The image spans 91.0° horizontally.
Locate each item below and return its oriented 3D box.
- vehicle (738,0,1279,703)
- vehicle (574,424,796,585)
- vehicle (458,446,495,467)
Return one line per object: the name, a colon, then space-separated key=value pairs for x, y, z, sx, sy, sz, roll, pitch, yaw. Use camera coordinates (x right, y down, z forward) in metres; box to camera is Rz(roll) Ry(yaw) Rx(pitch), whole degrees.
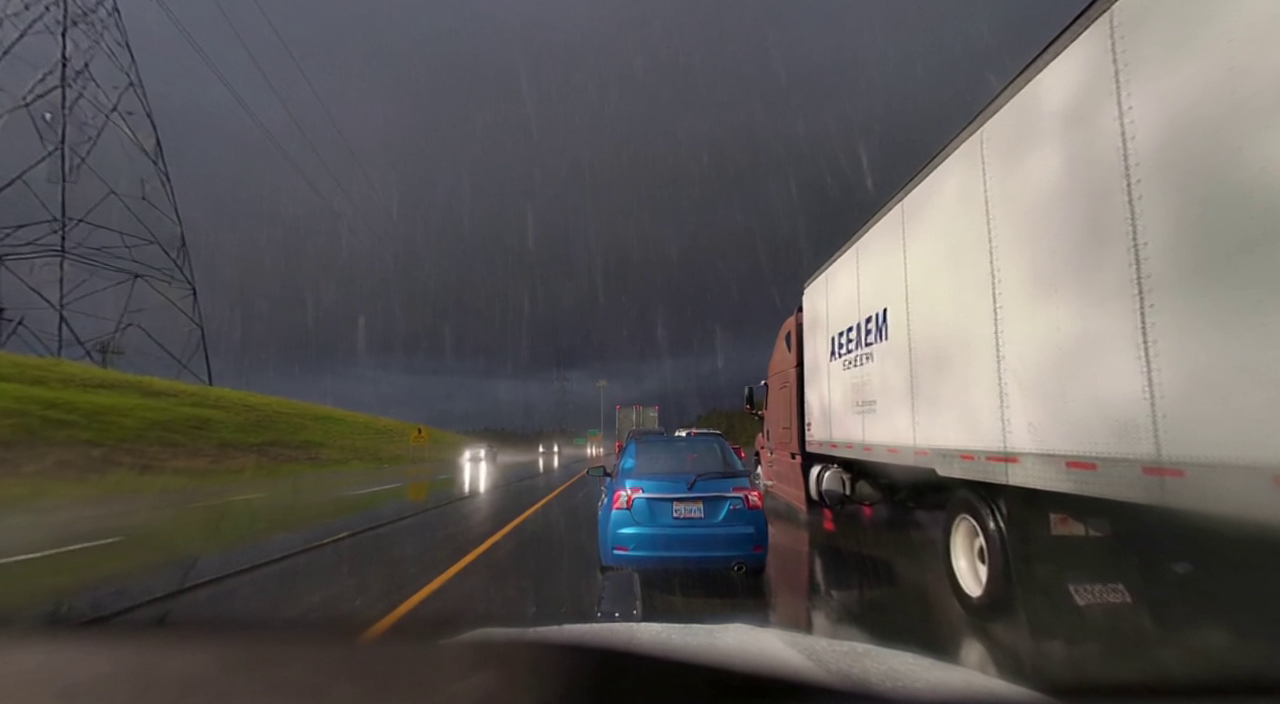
vehicle: x=4.186 y=0.414 z=8.096 sx=3.138 sy=4.065 sz=14.276 roll=0 pitch=-8 yaw=-2
vehicle: x=0.341 y=1.660 z=7.674 sx=2.045 sy=1.446 sz=3.597 roll=0 pitch=-8 yaw=-2
vehicle: x=-12.474 y=7.978 z=48.285 sx=1.795 sy=1.441 sz=3.759 roll=-1 pitch=-8 yaw=0
